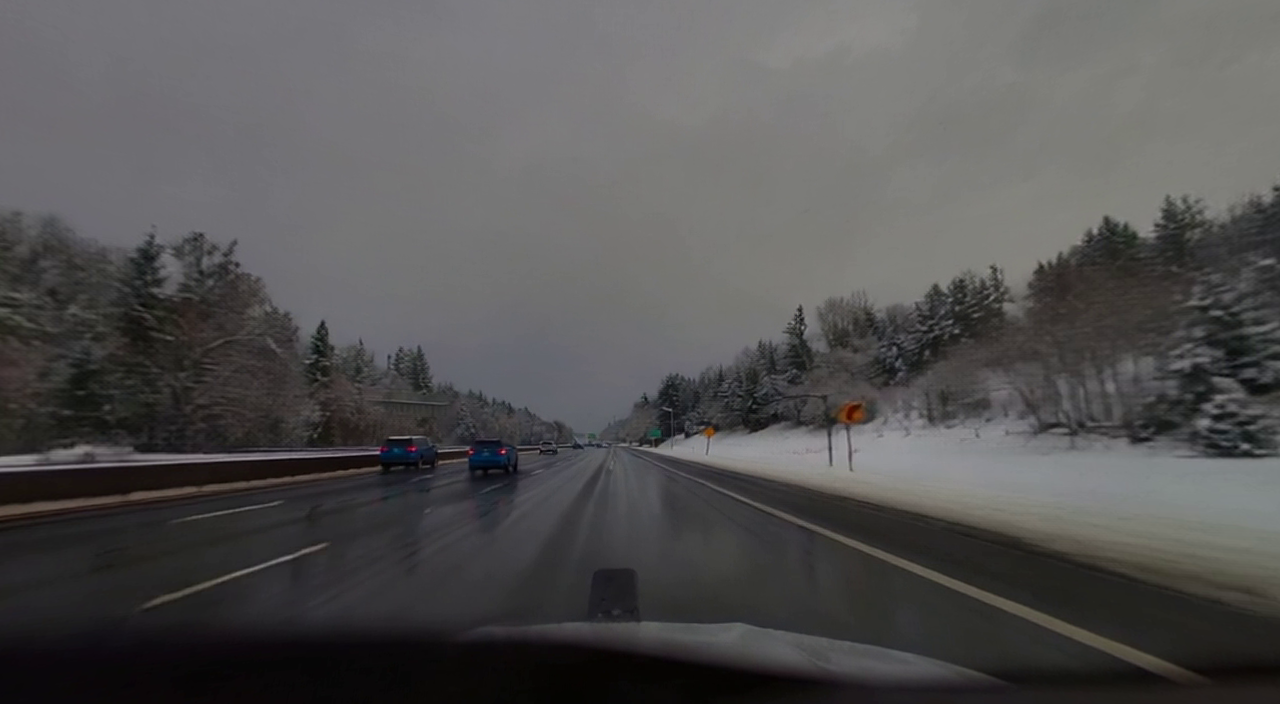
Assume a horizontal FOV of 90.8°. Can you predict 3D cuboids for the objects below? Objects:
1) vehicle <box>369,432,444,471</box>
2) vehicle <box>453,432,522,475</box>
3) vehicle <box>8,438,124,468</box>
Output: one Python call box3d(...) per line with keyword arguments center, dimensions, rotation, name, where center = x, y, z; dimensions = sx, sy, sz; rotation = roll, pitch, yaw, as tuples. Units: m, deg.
box3d(center=(-11.141, 4.813, 30.502), dimensions=(2.016, 1.711, 4.365), rotation=(0, -9, -1), name="vehicle")
box3d(center=(-6.809, 4.596, 28.771), dimensions=(2.146, 1.766, 4.502), rotation=(0, -9, -2), name="vehicle")
box3d(center=(-31.550, 5.580, 34.958), dimensions=(1.905, 1.506, 4.931), rotation=(0, -9, -2), name="vehicle")
